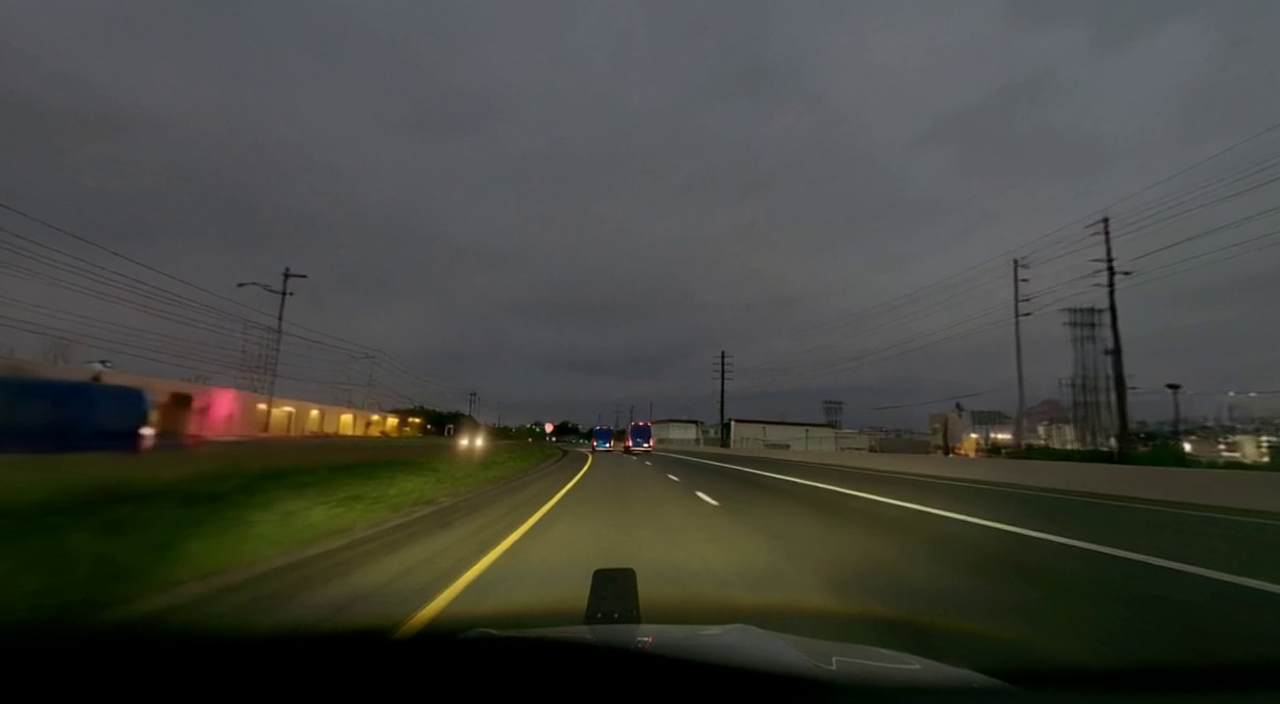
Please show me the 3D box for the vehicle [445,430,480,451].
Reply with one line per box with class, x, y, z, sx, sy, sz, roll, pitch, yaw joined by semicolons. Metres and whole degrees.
vehicle;-13.967;6.988;49.804;1.854;1.548;4.141;0;-8;-4
